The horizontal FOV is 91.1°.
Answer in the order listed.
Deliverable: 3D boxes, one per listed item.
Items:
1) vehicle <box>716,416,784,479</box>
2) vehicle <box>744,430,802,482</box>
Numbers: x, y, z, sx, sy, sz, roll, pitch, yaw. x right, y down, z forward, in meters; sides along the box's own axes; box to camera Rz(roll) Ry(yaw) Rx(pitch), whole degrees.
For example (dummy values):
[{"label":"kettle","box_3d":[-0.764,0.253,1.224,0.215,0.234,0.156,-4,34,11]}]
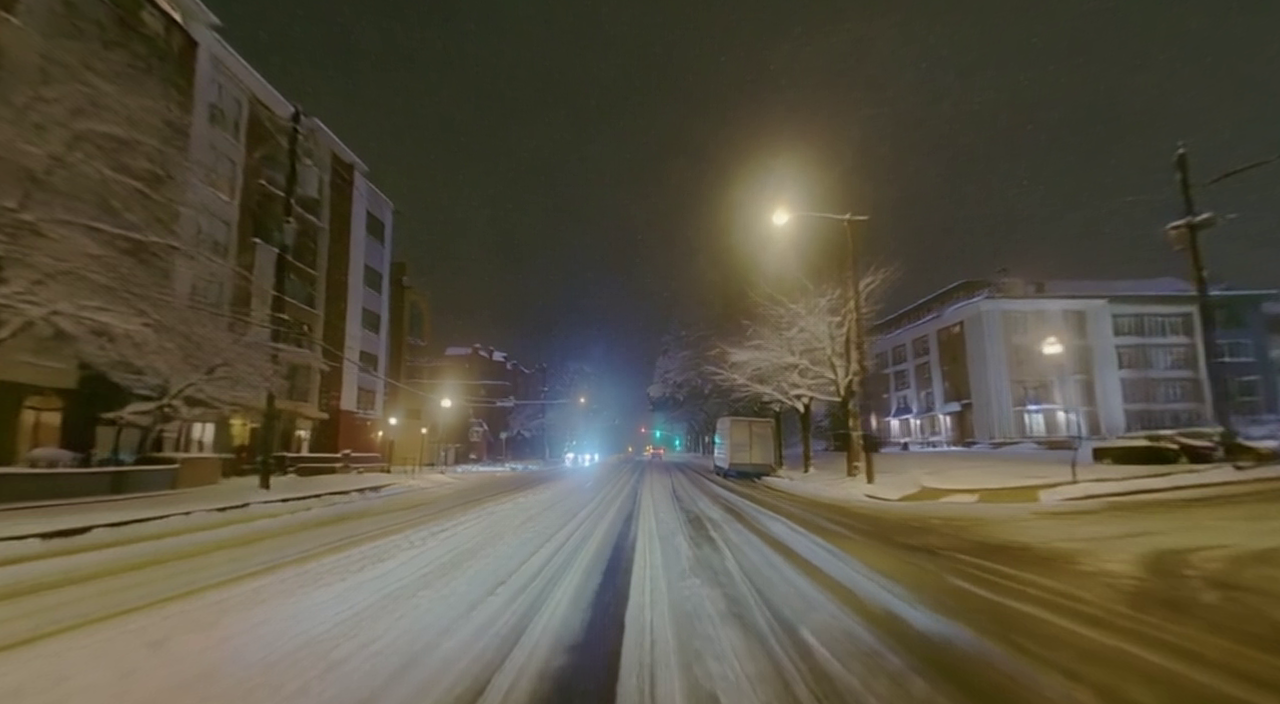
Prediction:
[{"label":"vehicle","box_3d":[6.193,5.522,36.392,2.750,3.269,6.333,0,-9,0]},{"label":"vehicle","box_3d":[6.631,5.218,31.647,2.021,2.433,3.088,0,-8,-4]}]
